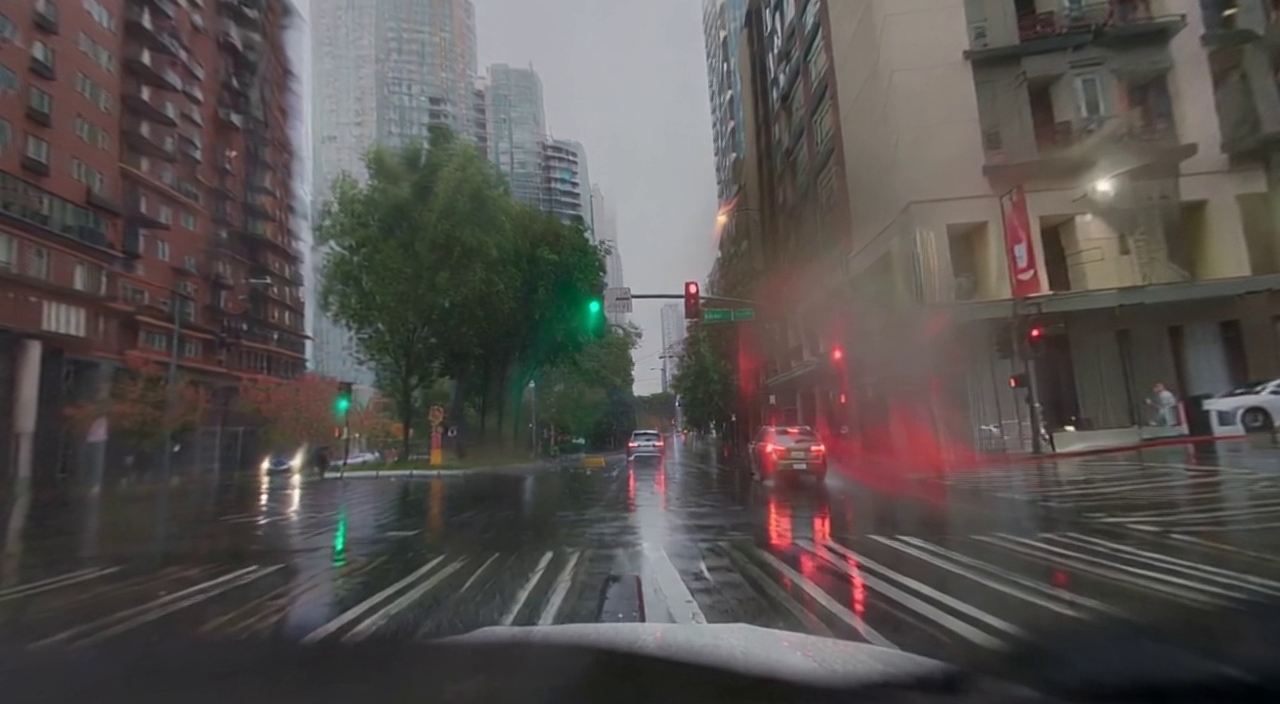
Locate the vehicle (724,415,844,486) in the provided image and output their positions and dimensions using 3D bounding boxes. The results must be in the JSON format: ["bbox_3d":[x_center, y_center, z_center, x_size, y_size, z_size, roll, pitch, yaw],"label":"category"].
[{"bbox_3d":[3.476,2.510,16.210,1.987,1.538,4.510,0,-8,0],"label":"vehicle"}]

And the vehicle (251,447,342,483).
[{"bbox_3d":[-17.236,5.660,32.004,2.011,1.630,4.541,0,-8,1],"label":"vehicle"}]

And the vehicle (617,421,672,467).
[{"bbox_3d":[0.199,3.926,26.954,2.168,1.776,4.135,0,-9,1],"label":"vehicle"}]
